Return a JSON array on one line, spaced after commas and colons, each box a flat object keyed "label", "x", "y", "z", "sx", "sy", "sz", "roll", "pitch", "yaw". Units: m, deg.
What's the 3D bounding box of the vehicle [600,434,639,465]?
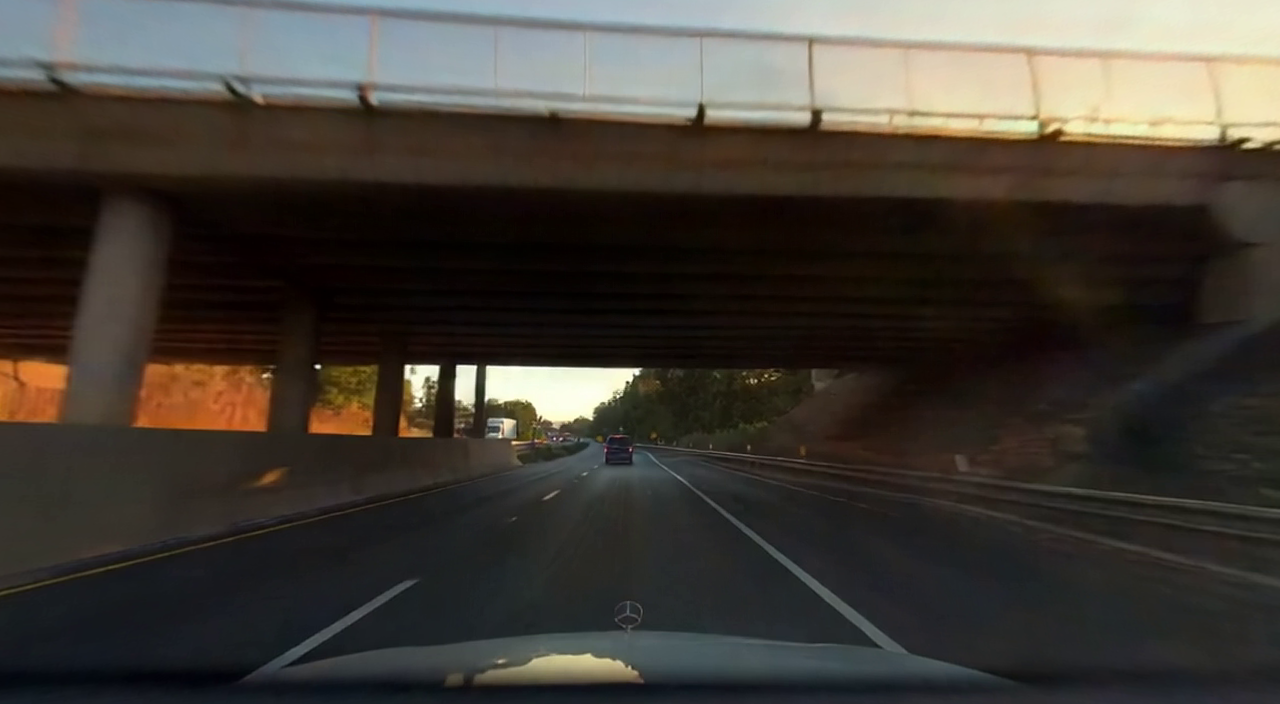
[{"label": "vehicle", "x": -1.367, "y": 6.388, "z": 41.319, "sx": 2.372, "sy": 1.891, "sz": 5.061, "roll": 0, "pitch": -8, "yaw": -2}]
